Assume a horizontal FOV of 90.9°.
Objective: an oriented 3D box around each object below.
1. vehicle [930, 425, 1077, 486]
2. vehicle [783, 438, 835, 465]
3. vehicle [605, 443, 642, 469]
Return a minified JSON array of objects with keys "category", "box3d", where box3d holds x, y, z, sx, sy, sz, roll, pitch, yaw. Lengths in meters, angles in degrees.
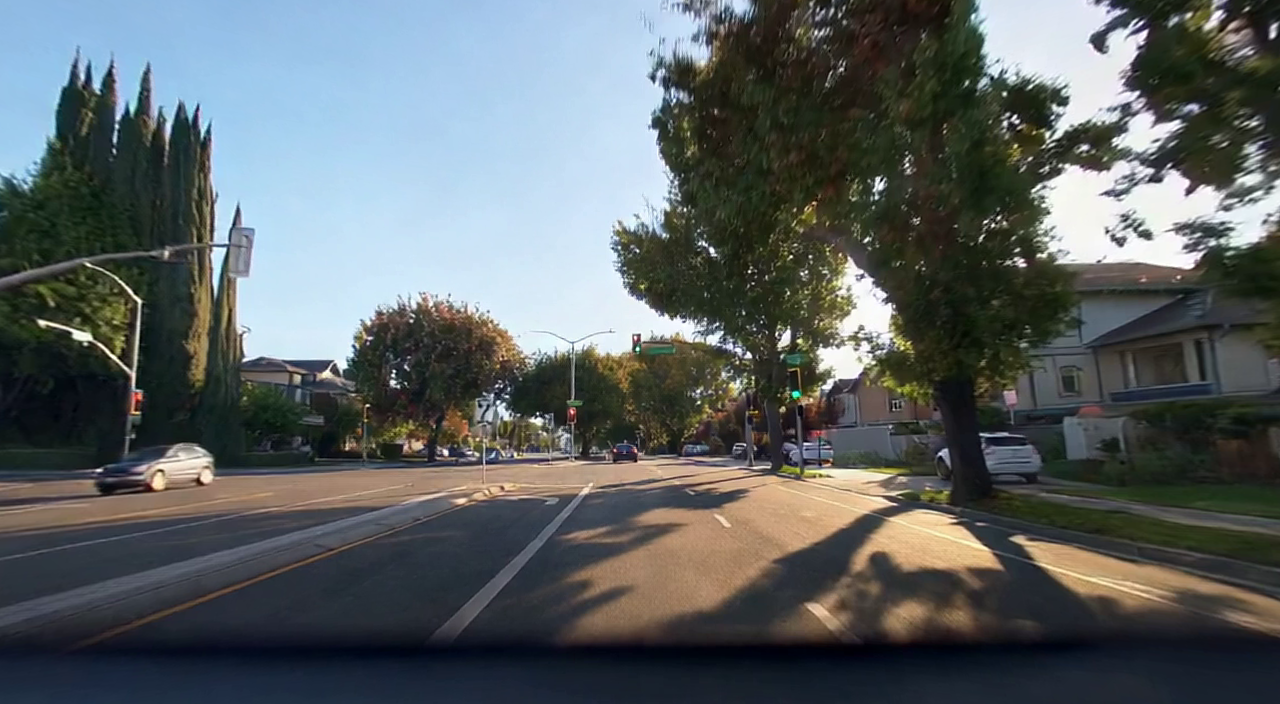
[{"category":"vehicle","box3d":[11.799,3.391,20.924,2.053,1.759,4.494,0,-8,-2]},{"category":"vehicle","box3d":[11.244,6.656,42.231,2.018,1.665,4.576,0,-8,-2]},{"category":"vehicle","box3d":[-1.044,6.320,38.427,2.113,1.462,4.203,0,-8,-2]}]
